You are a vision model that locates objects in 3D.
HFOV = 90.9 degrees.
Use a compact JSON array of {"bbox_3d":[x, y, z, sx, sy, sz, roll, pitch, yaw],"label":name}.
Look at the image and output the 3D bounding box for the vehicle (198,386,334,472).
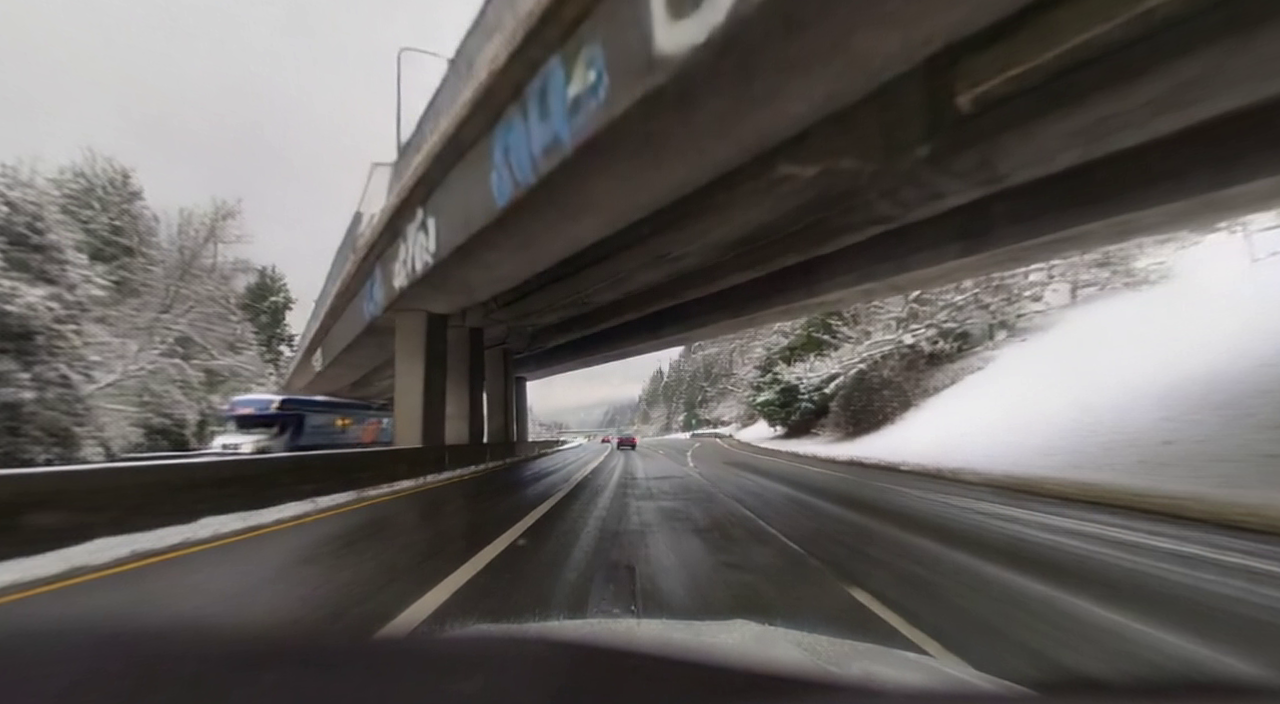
[{"bbox_3d":[-18.654,3.939,32.019,3.004,3.917,6.228,0,-8,-1],"label":"vehicle"}]
